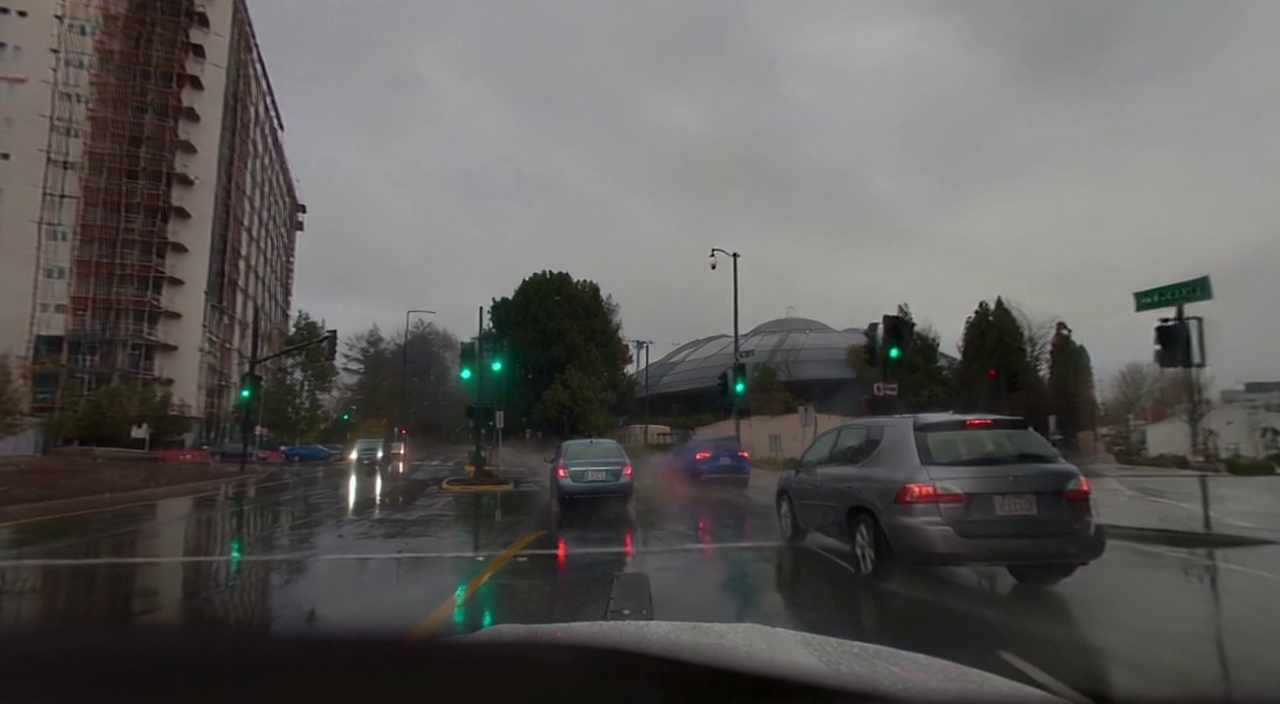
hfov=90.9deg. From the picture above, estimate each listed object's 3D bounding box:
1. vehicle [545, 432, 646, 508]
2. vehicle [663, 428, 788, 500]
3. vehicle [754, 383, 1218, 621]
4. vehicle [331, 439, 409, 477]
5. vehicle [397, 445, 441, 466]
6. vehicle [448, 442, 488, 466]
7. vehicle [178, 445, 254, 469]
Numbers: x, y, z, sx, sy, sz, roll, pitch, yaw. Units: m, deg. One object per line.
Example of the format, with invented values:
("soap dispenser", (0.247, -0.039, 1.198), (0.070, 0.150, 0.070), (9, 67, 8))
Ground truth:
("vehicle", (-1.254, 2.891, 15.895), (2.132, 1.632, 3.889), (1, -9, -10))
("vehicle", (2.174, 3.043, 17.529), (2.103, 1.710, 4.396), (1, -9, -11))
("vehicle", (3.104, 1.487, 7.296), (2.320, 1.772, 4.872), (0, -9, -4))
("vehicle", (-13.035, 5.114, 30.750), (2.303, 1.692, 4.571), (1, -9, -8))
("vehicle", (-16.322, 7.633, 46.707), (2.013, 1.466, 4.430), (0, -9, -6))
("vehicle", (-12.331, 7.366, 45.557), (2.092, 1.629, 4.133), (0, -9, -6))
("vehicle", (-29.078, 7.157, 43.244), (4.653, 1.459, 2.228), (-4, -9, 27))
